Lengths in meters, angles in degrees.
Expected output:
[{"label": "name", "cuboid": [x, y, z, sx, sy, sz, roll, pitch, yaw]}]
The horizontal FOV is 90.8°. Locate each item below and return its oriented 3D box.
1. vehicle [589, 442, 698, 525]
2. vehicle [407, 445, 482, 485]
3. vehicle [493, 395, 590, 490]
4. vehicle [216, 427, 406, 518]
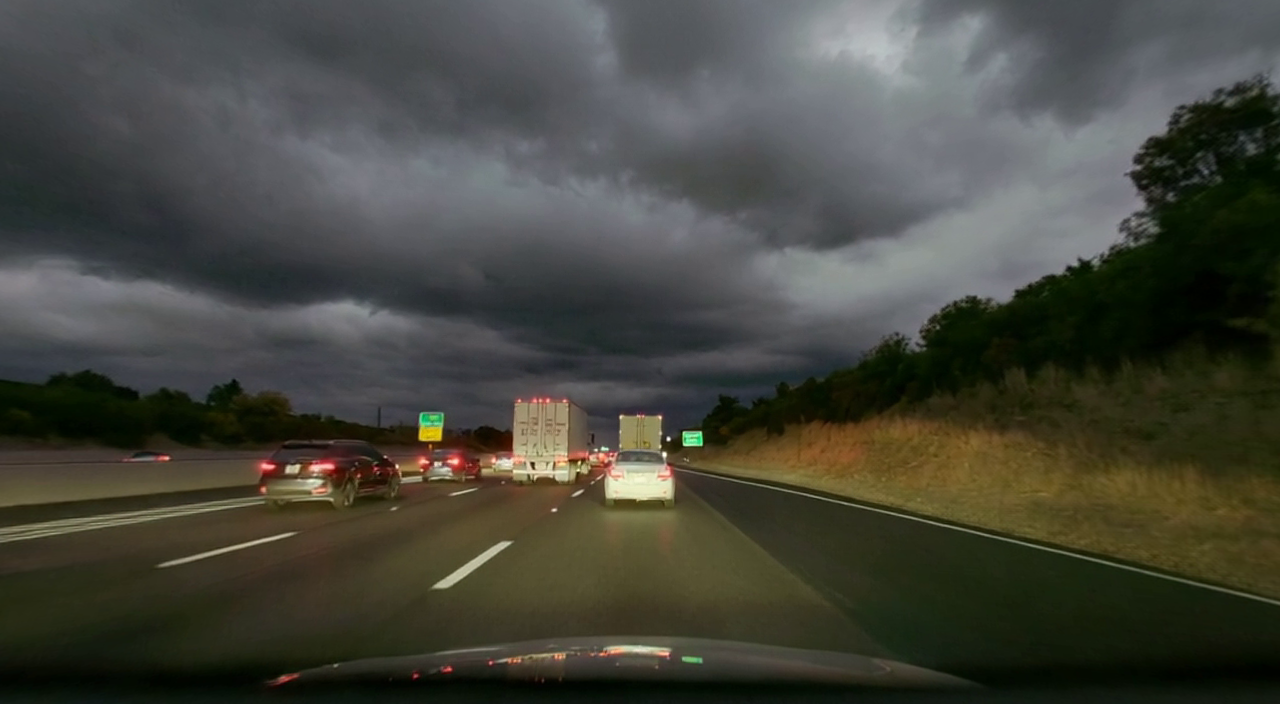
[{"label": "vehicle", "cuboid": [0.045, 2.680, 13.321, 1.995, 1.495, 3.380, 0, -9, -1]}, {"label": "vehicle", "cuboid": [-8.032, 4.681, 26.284, 1.880, 1.512, 3.758, -1, -9, 1]}, {"label": "vehicle", "cuboid": [-3.774, 3.758, 26.097, 2.812, 3.342, 7.248, 0, -9, 0]}, {"label": "vehicle", "cuboid": [-7.248, 2.706, 14.545, 1.952, 1.746, 4.332, -1, -9, 1]}]
